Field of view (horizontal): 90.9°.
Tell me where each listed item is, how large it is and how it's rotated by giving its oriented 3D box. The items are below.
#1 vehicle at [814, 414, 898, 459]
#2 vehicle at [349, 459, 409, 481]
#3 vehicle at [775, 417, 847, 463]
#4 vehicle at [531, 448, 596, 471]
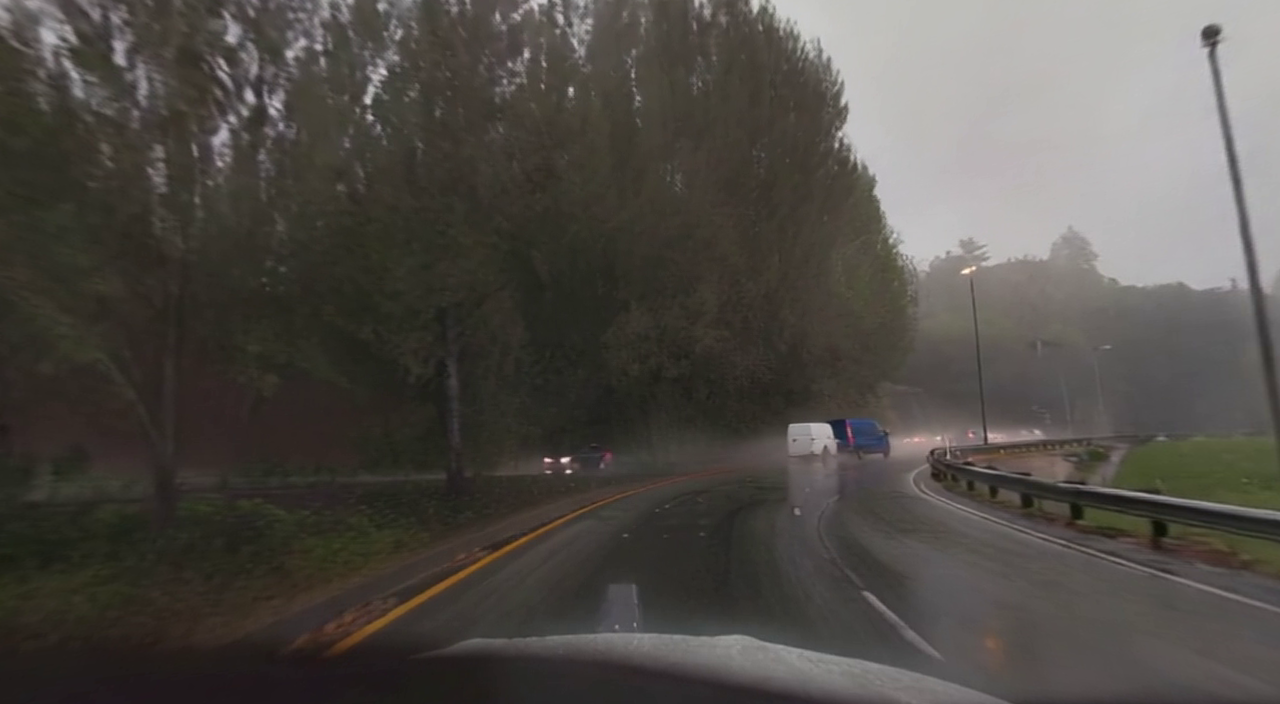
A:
[{"bbox_3d":[15.653,6.072,45.438,7.155,2.942,2.420,7,-10,-42],"label":"vehicle"},{"bbox_3d":[-18.362,8.250,44.341,3.512,1.359,1.579,7,-10,-38],"label":"vehicle"},{"bbox_3d":[11.276,5.740,41.376,4.784,2.535,2.203,2,-10,-44],"label":"vehicle"},{"bbox_3d":[-5.200,7.312,43.131,4.034,1.479,1.840,7,-10,-41],"label":"vehicle"}]
